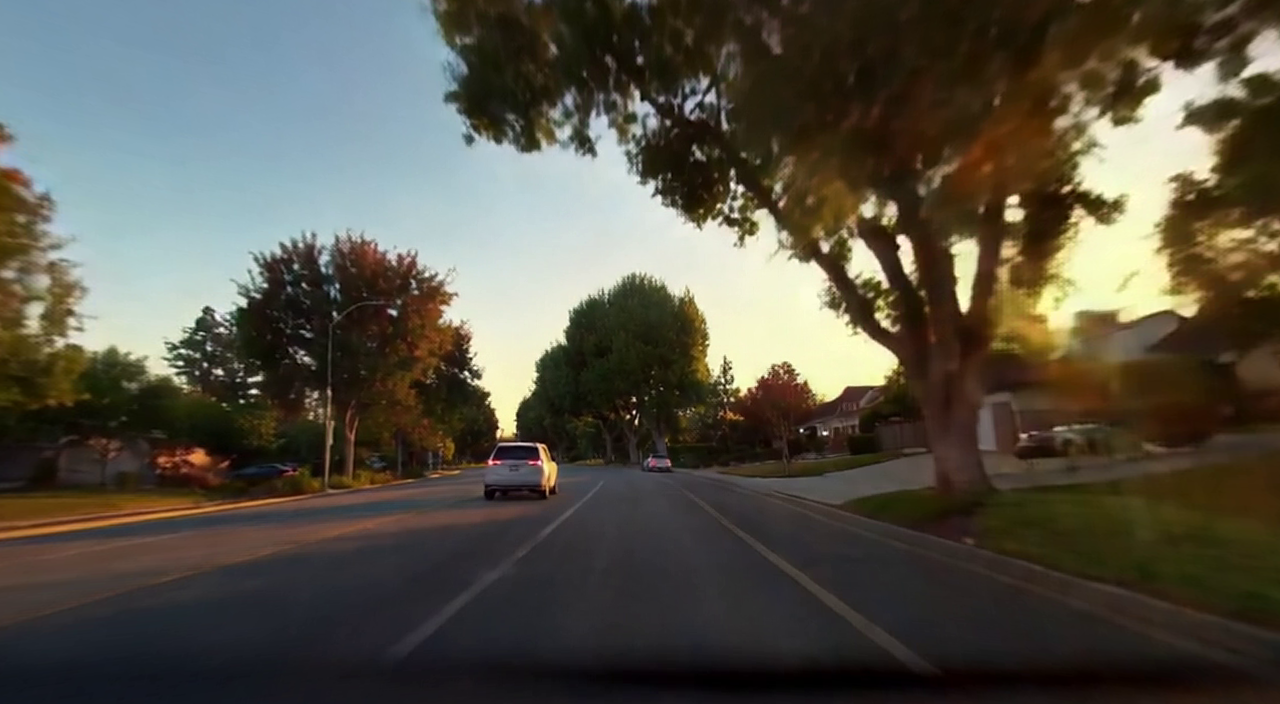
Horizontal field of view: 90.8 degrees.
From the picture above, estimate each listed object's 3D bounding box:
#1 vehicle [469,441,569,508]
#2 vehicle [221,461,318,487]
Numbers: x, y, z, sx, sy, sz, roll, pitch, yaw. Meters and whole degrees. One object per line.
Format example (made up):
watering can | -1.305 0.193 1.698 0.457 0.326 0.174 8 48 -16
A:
vehicle | -3.514 3.634 19.238 2.175 1.772 4.442 0 -9 0
vehicle | -22.009 7.239 37.663 4.525 1.455 1.821 1 -9 -5
